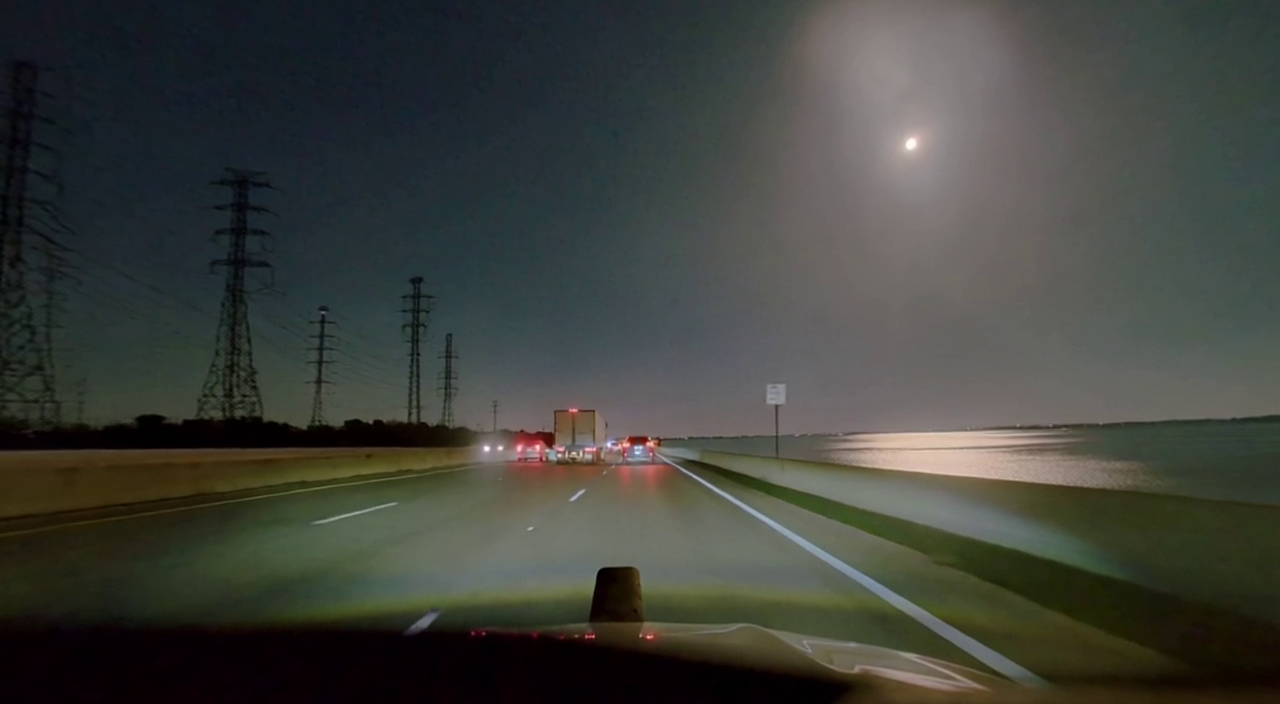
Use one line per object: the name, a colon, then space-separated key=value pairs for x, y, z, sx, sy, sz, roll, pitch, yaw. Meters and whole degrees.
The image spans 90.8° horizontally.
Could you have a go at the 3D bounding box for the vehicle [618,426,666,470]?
vehicle: x=0.108 y=5.077 z=33.513 sx=2.358 sy=2.144 sz=4.713 roll=0 pitch=-8 yaw=0

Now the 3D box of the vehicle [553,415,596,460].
vehicle: x=-3.772 y=4.973 z=36.687 sx=2.178 sy=2.522 sz=2.054 roll=0 pitch=-8 yaw=1

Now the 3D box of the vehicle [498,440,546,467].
vehicle: x=-7.131 y=6.187 z=38.735 sx=2.004 sy=1.545 sz=4.513 roll=0 pitch=-8 yaw=1
